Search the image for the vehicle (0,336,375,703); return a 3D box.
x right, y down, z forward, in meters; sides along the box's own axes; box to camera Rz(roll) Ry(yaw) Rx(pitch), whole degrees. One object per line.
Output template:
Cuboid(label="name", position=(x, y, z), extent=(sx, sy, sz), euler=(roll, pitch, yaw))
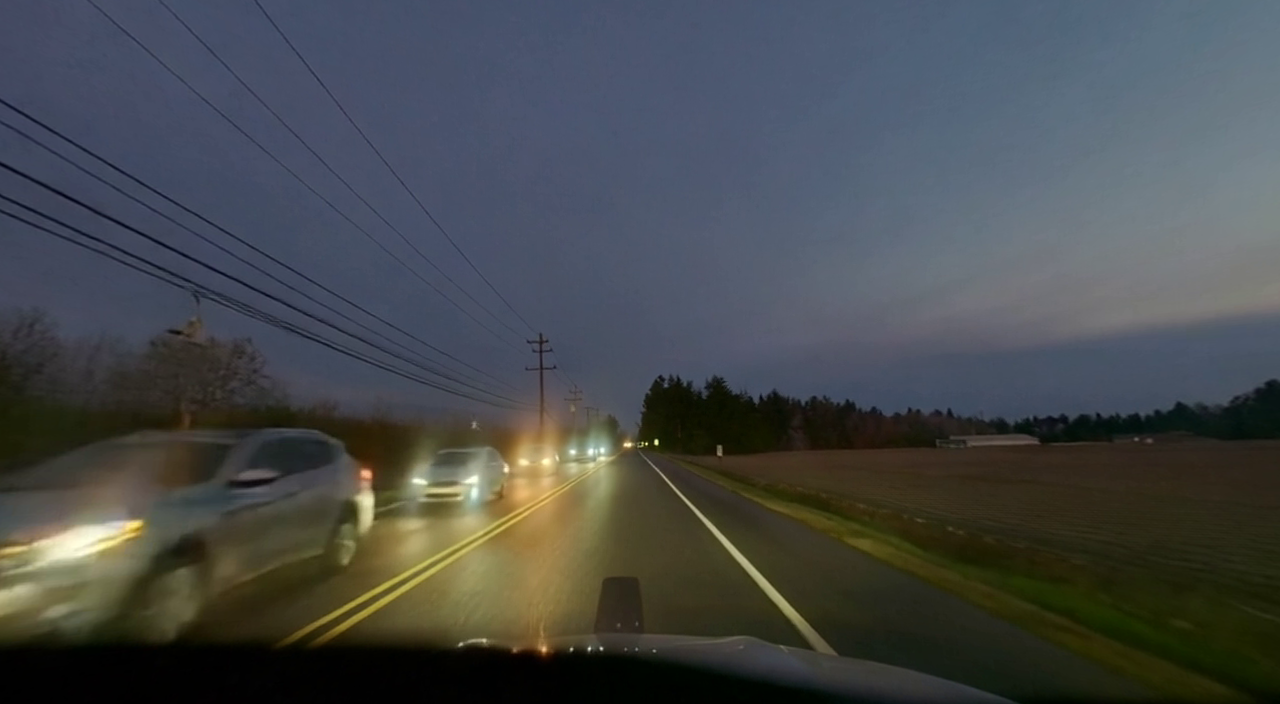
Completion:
Cuboid(label="vehicle", position=(-4.151, 1.213, 4.963), extent=(2.261, 1.901, 4.549), euler=(-3, -8, -1))

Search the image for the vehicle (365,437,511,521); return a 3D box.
Cuboid(label="vehicle", position=(-4.679, 2.960, 15.527), extent=(2.153, 1.630, 4.822), euler=(-2, -8, -2))

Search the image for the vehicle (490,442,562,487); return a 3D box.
Cuboid(label="vehicle", position=(-4.738, 4.717, 27.007), extent=(2.224, 1.612, 4.927), euler=(-3, -8, -1))
